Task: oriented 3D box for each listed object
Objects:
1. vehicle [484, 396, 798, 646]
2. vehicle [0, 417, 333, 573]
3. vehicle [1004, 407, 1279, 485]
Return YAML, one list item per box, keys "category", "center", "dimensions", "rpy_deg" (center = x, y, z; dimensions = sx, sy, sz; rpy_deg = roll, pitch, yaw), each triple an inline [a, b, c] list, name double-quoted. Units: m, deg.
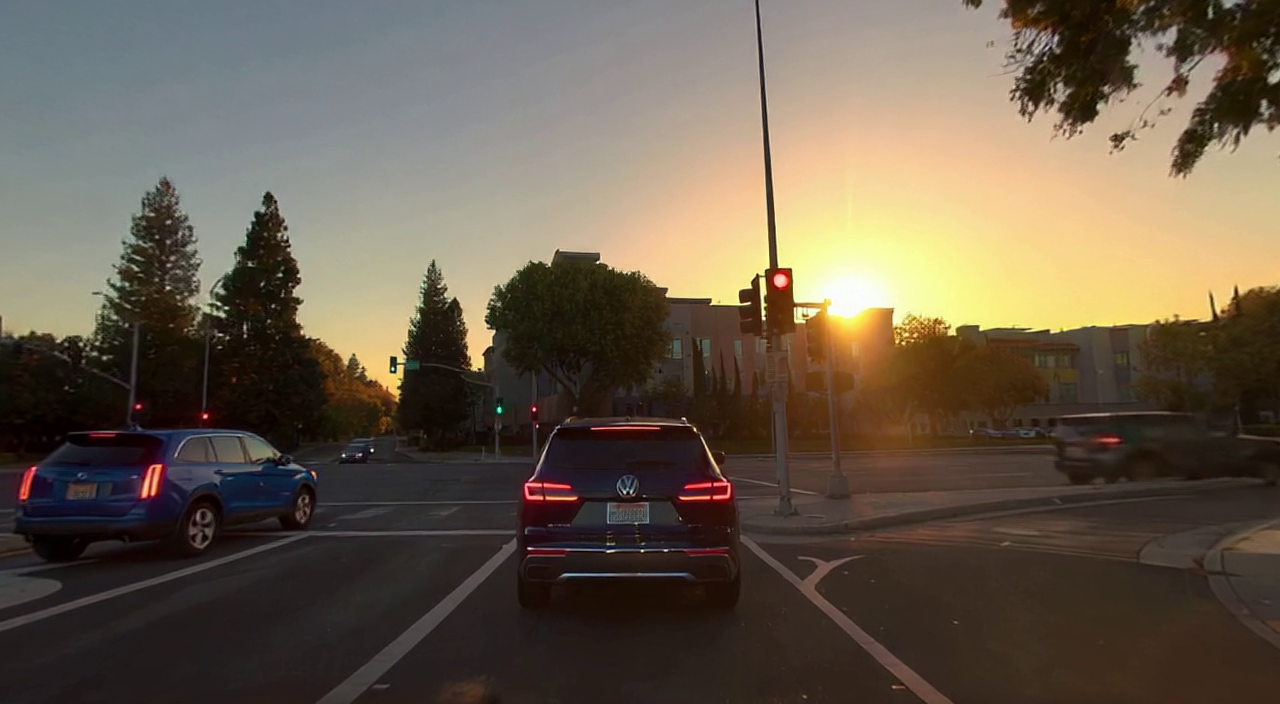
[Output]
- category: "vehicle"
  center: [-0.143, 1.456, 6.457]
  dimensions: [2.154, 1.670, 4.140]
  rpy_deg: [1, -9, -5]
- category: "vehicle"
  center: [-6.391, 1.896, 9.126]
  dimensions: [2.020, 1.695, 4.187]
  rpy_deg: [1, -9, -5]
- category: "vehicle"
  center: [13.077, 2.466, 16.482]
  dimensions: [5.623, 1.843, 2.147]
  rpy_deg: [-1, -9, 8]
